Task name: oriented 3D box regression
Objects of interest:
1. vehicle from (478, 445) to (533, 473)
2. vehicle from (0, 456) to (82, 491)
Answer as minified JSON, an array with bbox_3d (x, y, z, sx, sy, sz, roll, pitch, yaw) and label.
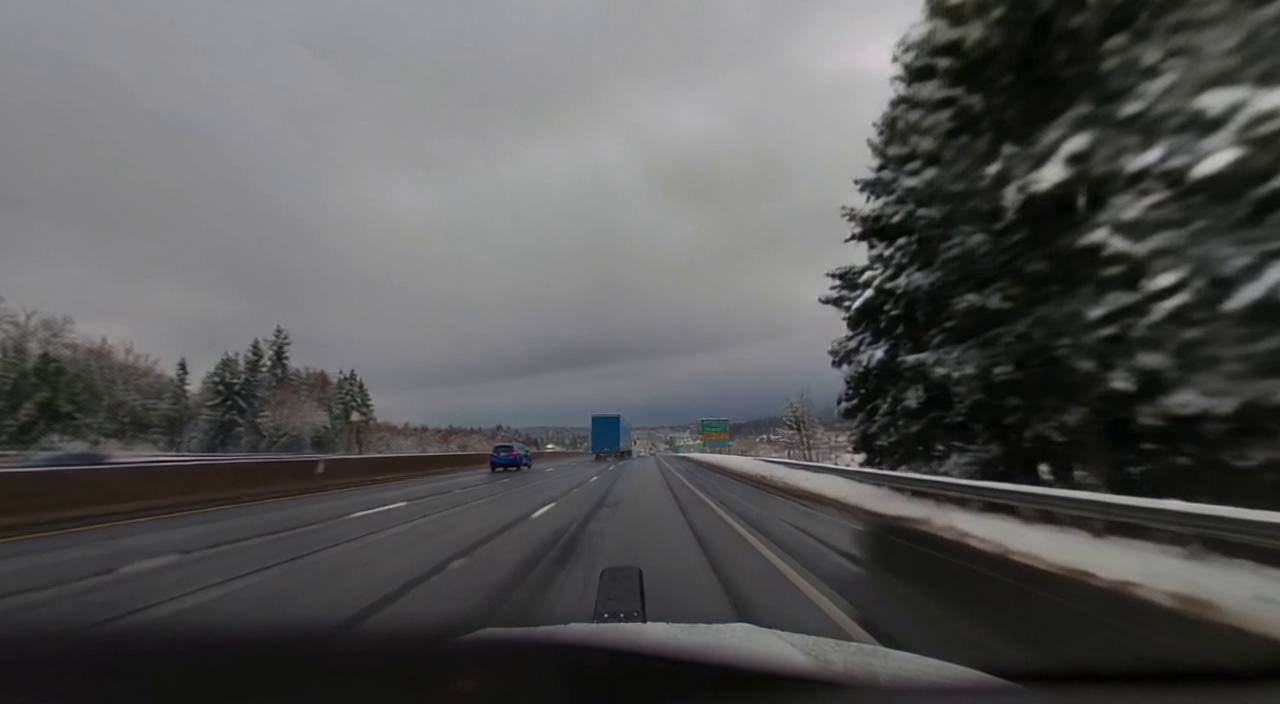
[{"bbox_3d":[-7.431,5.936,35.075,1.901,1.467,4.629,0,-8,2],"label":"vehicle"},{"bbox_3d":[-29.176,5.673,29.509,1.792,1.433,4.360,0,-8,1],"label":"vehicle"}]
